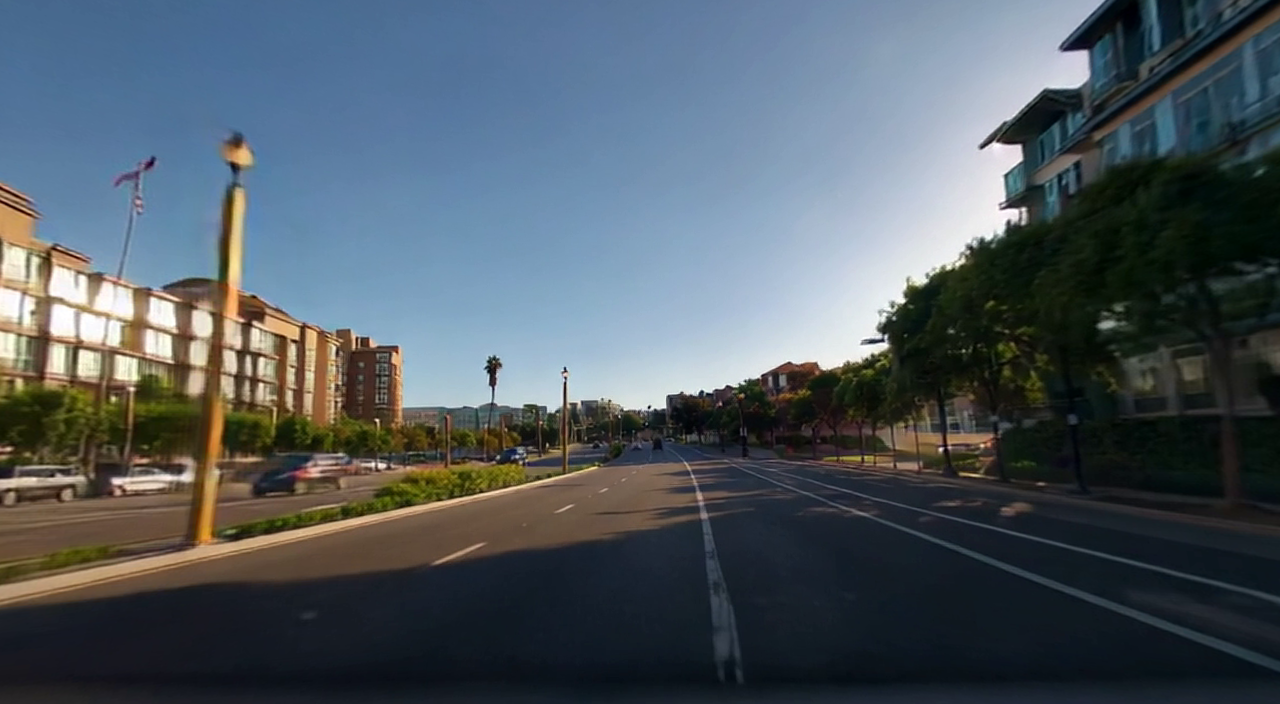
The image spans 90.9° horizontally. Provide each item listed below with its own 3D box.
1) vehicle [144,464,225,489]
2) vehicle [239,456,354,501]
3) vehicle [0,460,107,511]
[{"bbox_3d":[-34.030,9.305,47.128,4.463,1.688,2.078,-1,-9,3],"label":"vehicle"},{"bbox_3d":[-14.123,5.182,26.225,2.006,1.633,4.292,-1,-9,6],"label":"vehicle"},{"bbox_3d":[-28.475,6.068,28.864,2.403,2.020,6.284,-1,-9,3],"label":"vehicle"}]
